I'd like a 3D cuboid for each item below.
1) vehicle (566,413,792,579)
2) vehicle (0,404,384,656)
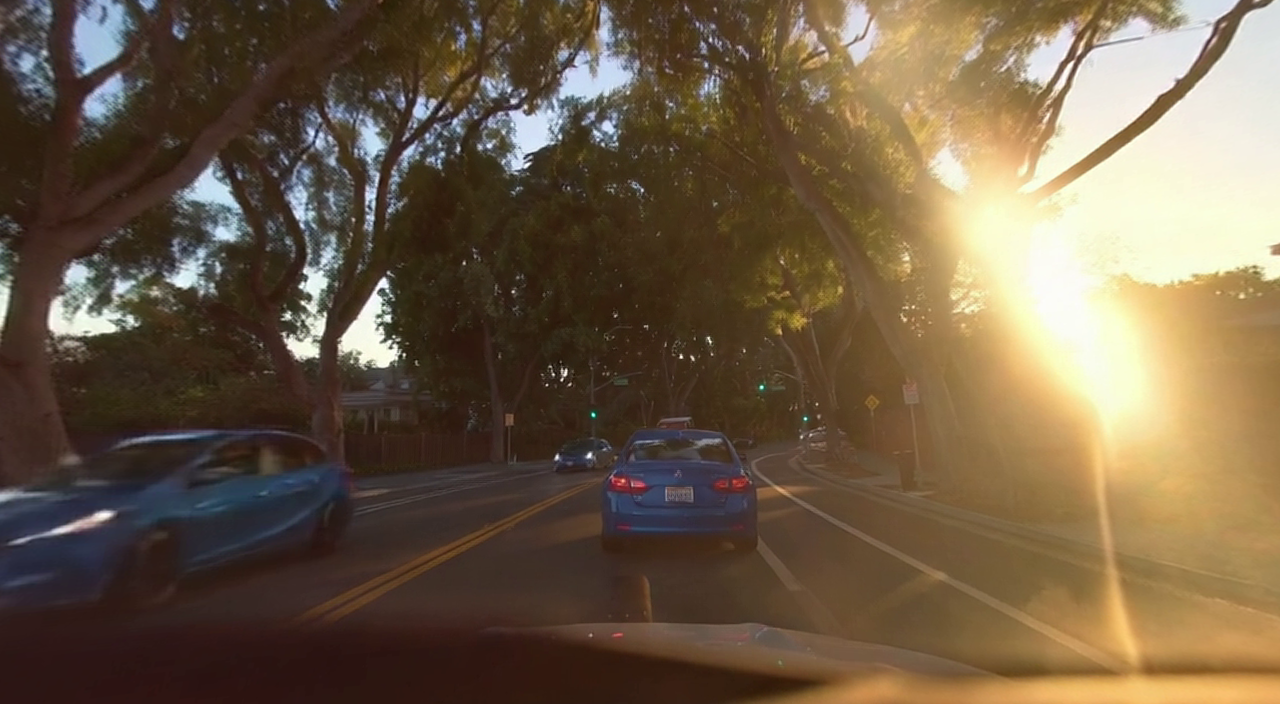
[{"bbox_3d":[0.392,1.607,7.823,2.070,1.516,3.936,0,-8,1],"label":"vehicle"},{"bbox_3d":[-4.811,1.532,6.655,2.082,1.682,4.623,0,-8,2],"label":"vehicle"}]
